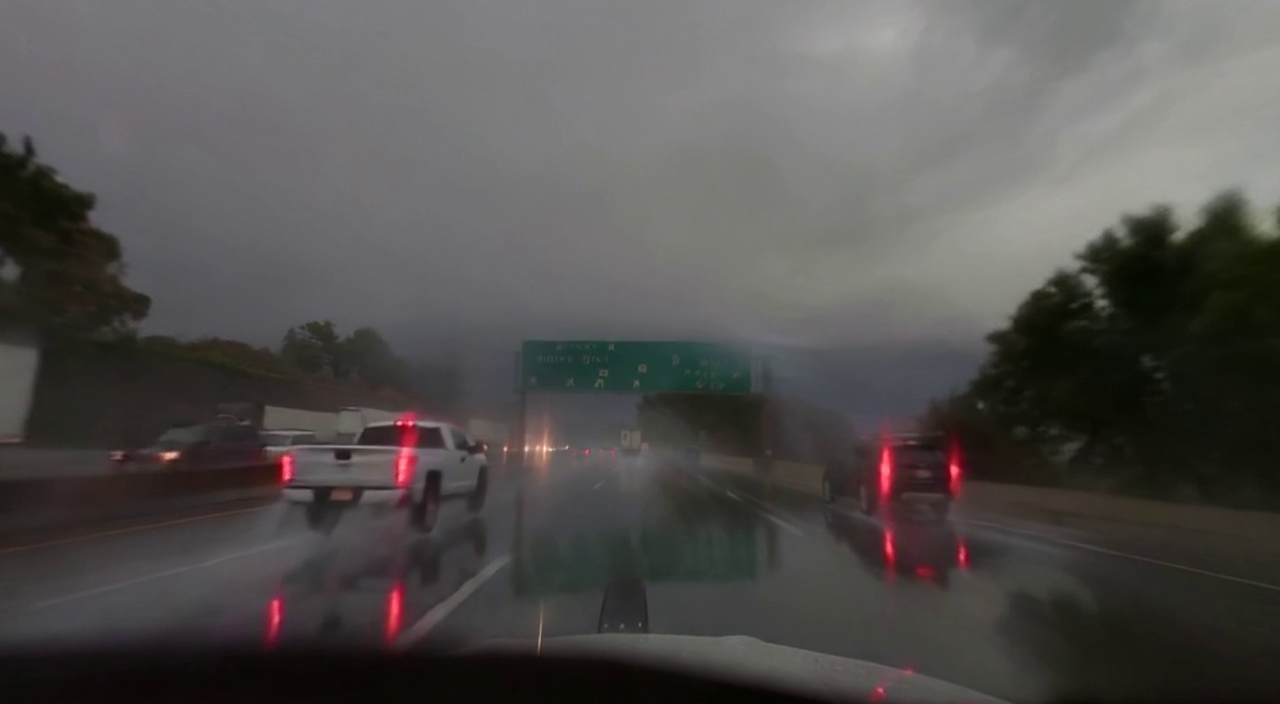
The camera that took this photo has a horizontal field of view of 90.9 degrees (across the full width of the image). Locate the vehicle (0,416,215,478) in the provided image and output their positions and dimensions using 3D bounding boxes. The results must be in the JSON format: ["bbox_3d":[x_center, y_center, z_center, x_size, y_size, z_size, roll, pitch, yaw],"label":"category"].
[{"bbox_3d":[-14.098,2.595,17.113,1.967,1.454,4.432,0,-9,0],"label":"vehicle"}]

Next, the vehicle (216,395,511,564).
[{"bbox_3d":[-3.722,1.865,9.917,2.220,1.928,5.176,0,-9,1],"label":"vehicle"}]

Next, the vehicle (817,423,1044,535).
[{"bbox_3d":[5.172,2.326,12.058,2.080,1.725,4.252,1,-9,-4],"label":"vehicle"}]
